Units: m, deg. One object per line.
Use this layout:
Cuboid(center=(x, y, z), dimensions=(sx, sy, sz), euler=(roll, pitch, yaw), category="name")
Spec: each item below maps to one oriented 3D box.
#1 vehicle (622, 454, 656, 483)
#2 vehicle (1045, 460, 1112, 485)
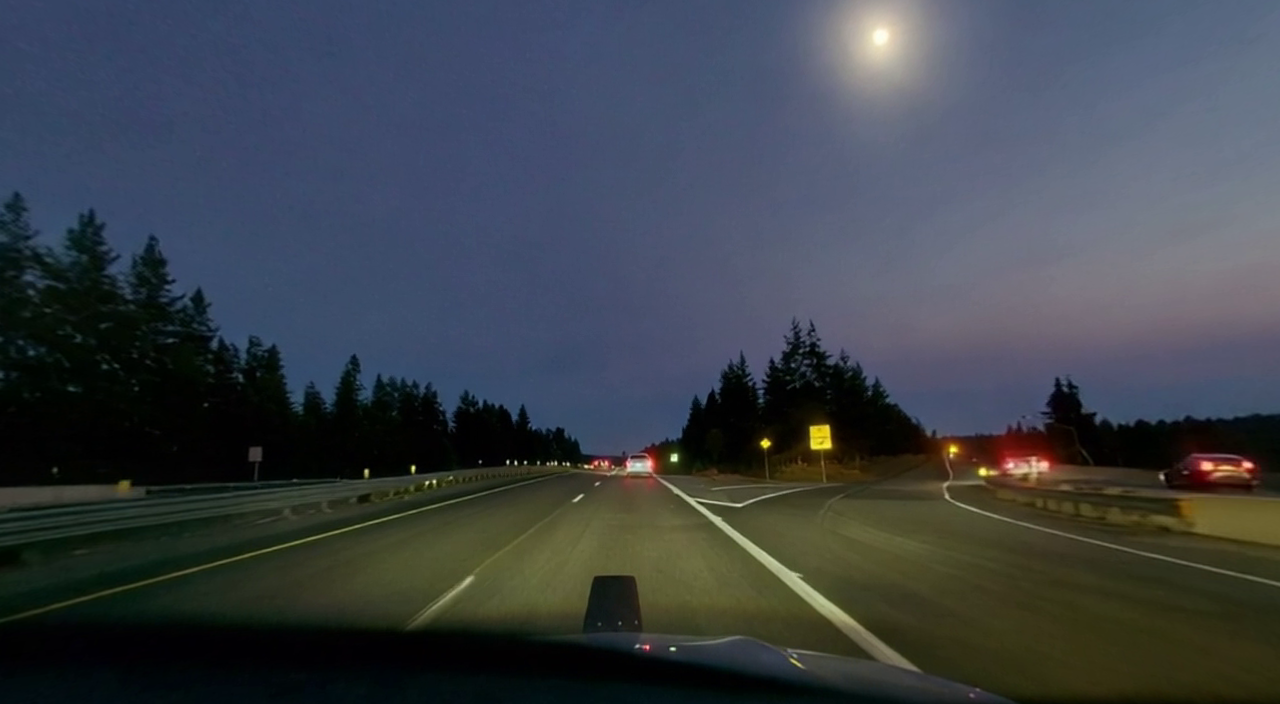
Cuboid(center=(-0.085, 7.454, 40.374), dimensions=(2.130, 1.684, 3.826), euler=(0, -9, -1), category="vehicle")
Cuboid(center=(32.347, 8.853, 46.406), dimensions=(4.341, 1.658, 1.965), euler=(4, -9, -23), category="vehicle")
